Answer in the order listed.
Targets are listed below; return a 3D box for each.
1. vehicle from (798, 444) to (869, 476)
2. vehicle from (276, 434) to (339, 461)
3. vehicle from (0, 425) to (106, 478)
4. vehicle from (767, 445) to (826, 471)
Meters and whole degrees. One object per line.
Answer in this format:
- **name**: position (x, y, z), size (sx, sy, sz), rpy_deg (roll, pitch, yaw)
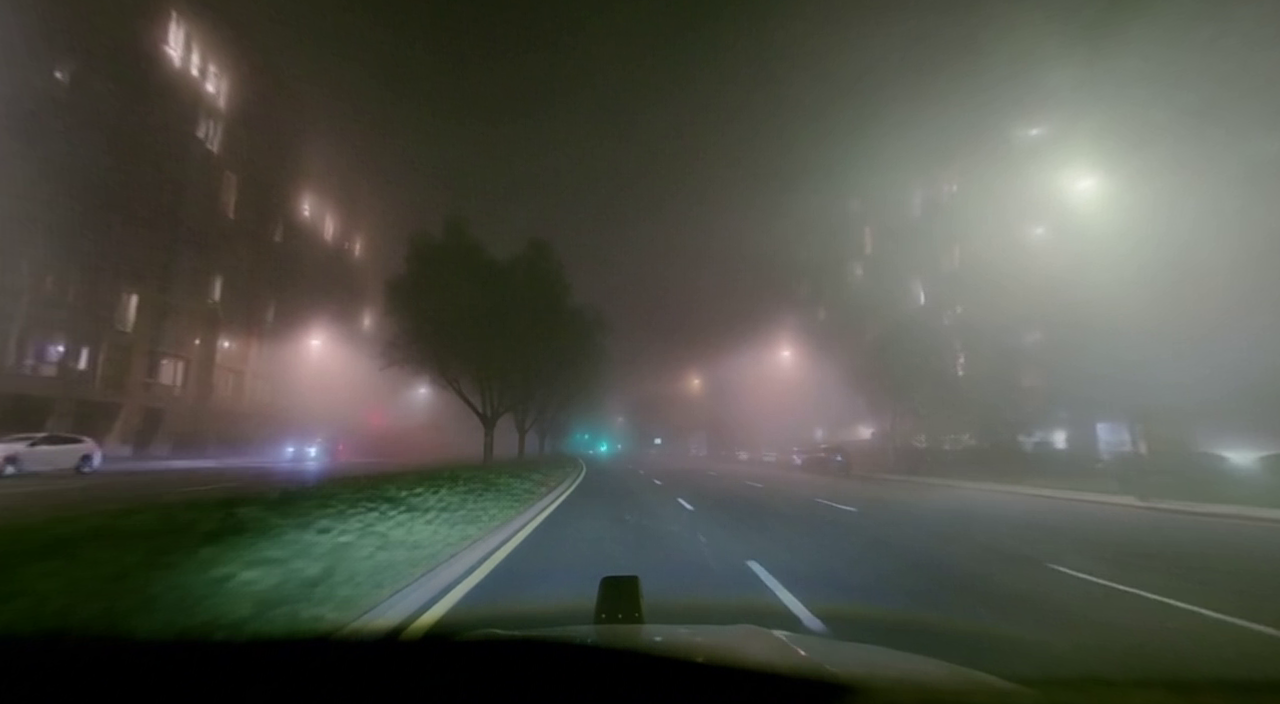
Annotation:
- **vehicle**: position (9.740, 5.447, 32.167), size (1.907, 1.524, 4.381), rpy_deg (1, -9, -5)
- **vehicle**: position (-20.425, 5.871, 39.024), size (1.938, 1.524, 4.107), rpy_deg (1, -8, -5)
- **vehicle**: position (-18.906, 3.039, 19.306), size (1.822, 1.453, 4.053), rpy_deg (1, -9, -5)
- **vehicle**: position (9.365, 6.398, 38.275), size (1.838, 1.466, 4.704), rpy_deg (1, -9, -8)
